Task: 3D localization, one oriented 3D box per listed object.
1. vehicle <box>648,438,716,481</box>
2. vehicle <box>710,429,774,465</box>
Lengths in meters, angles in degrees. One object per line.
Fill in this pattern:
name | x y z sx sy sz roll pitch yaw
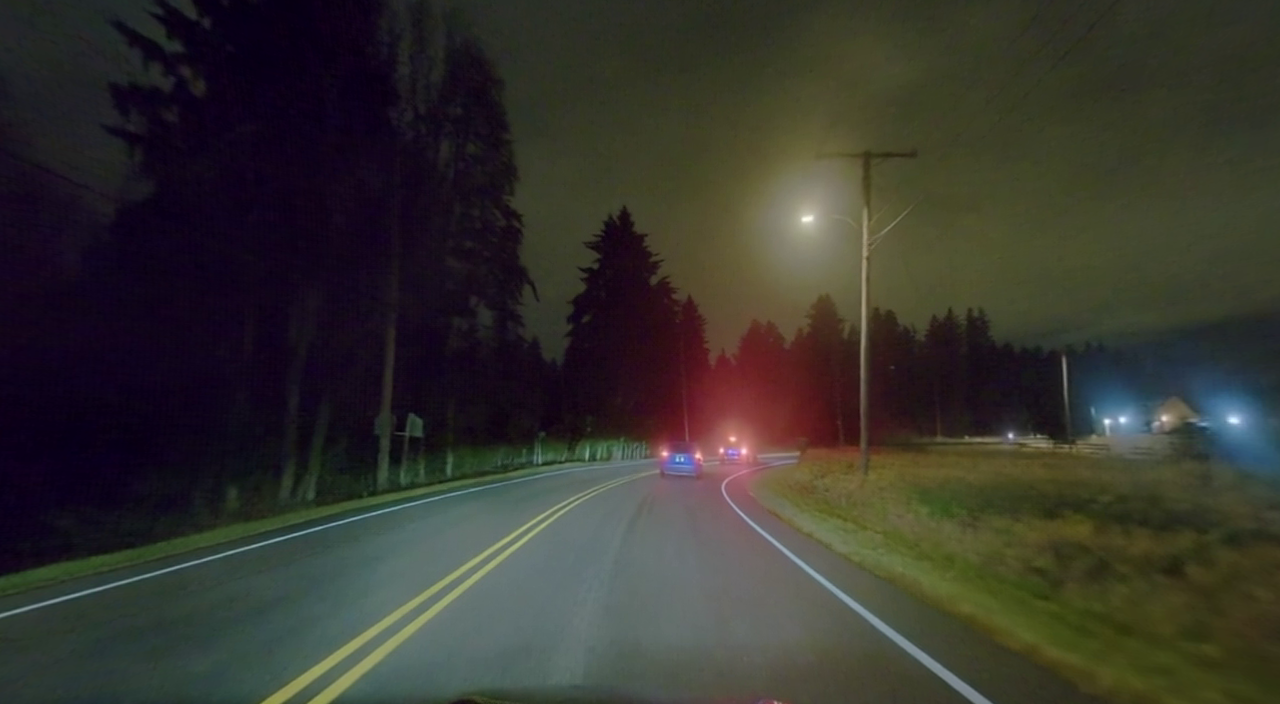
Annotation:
vehicle | 1.788 4.249 25.165 2.157 1.565 4.243 -2 -9 11
vehicle | 6.676 6.114 40.586 2.376 2.145 5.953 -4 -9 25
